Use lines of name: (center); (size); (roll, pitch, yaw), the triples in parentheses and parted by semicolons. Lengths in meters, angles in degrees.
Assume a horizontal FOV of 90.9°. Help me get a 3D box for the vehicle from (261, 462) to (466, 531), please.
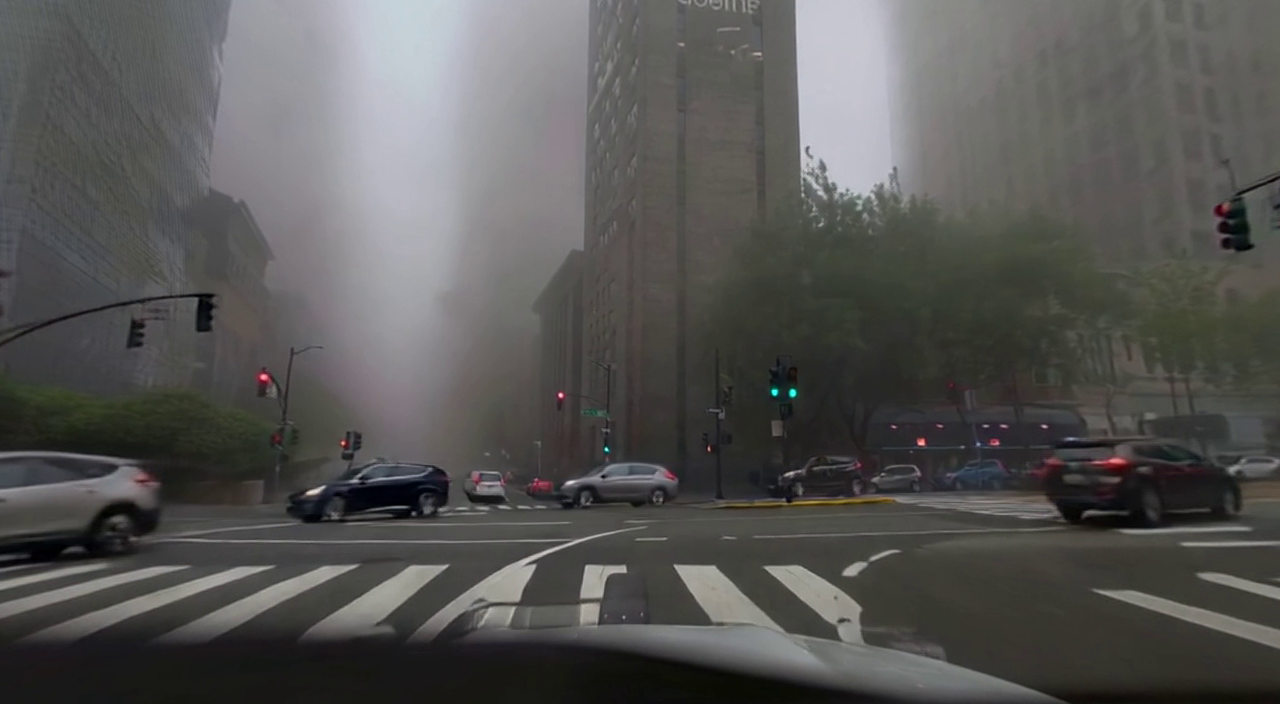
vehicle: (-7.247, 3.776, 17.130); (1.891, 1.502, 4.766); (-6, -11, 32)

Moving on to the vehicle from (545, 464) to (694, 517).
vehicle: (-0.613, 4.323, 20.107); (4.371, 1.439, 1.818); (5, -11, -31)

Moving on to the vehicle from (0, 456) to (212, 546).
vehicle: (-12.715, 3.215, 14.264); (1.969, 1.674, 4.748); (-3, -9, 15)

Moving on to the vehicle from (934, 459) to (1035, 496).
vehicle: (18.668, 6.795, 34.292); (4.289, 1.875, 1.963); (0, -9, -2)

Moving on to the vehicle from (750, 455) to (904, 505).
vehicle: (6.448, 4.437, 22.115); (4.749, 1.624, 1.926); (0, -9, -3)

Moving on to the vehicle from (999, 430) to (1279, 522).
vehicle: (11.036, 2.641, 13.922); (5.072, 1.746, 2.328); (2, -9, -14)

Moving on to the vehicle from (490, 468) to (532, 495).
vehicle: (-9.463, 9.498, 46.599); (1.950, 1.768, 4.396); (-1, -9, 2)
